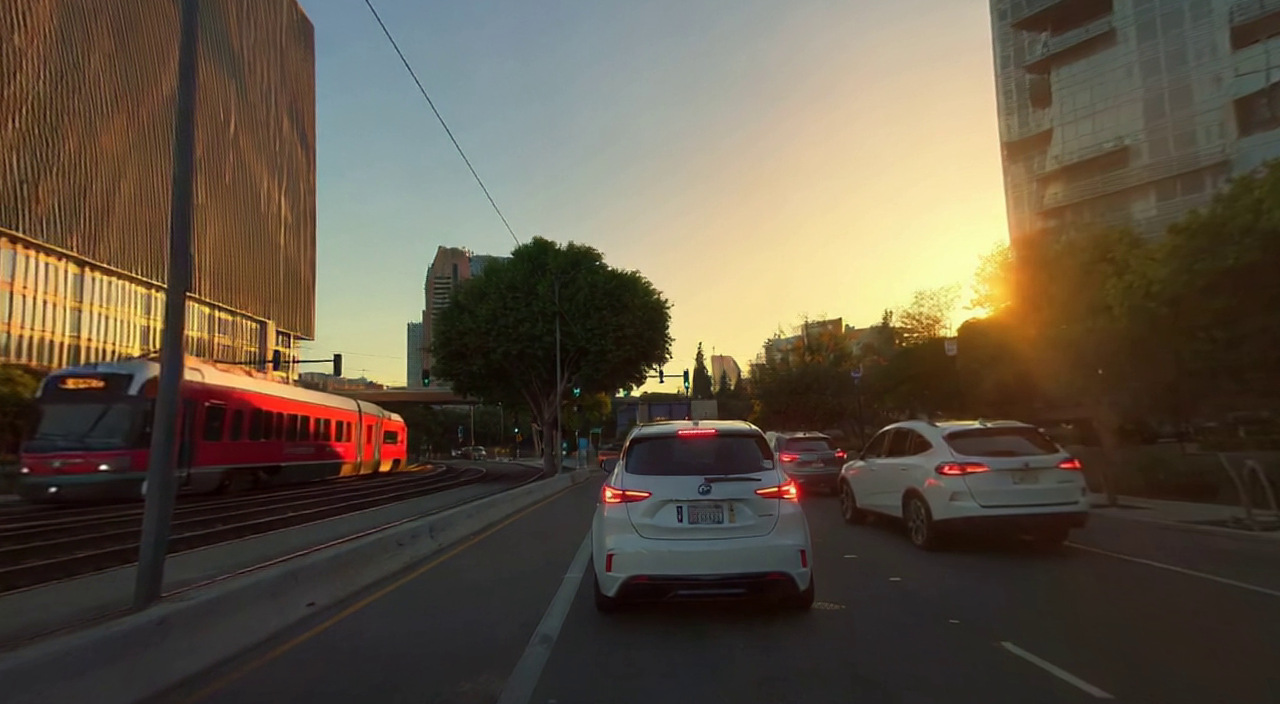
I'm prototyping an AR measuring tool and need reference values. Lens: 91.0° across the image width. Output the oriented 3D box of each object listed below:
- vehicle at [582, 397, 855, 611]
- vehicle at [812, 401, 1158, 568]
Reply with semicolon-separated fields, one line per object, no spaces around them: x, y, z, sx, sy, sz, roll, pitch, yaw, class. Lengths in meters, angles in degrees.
0.515;1.518;7.144;2.190;1.684;4.084;0;-9;-3;vehicle
4.366;1.783;9.269;2.165;1.760;5.064;0;-9;-1;vehicle
